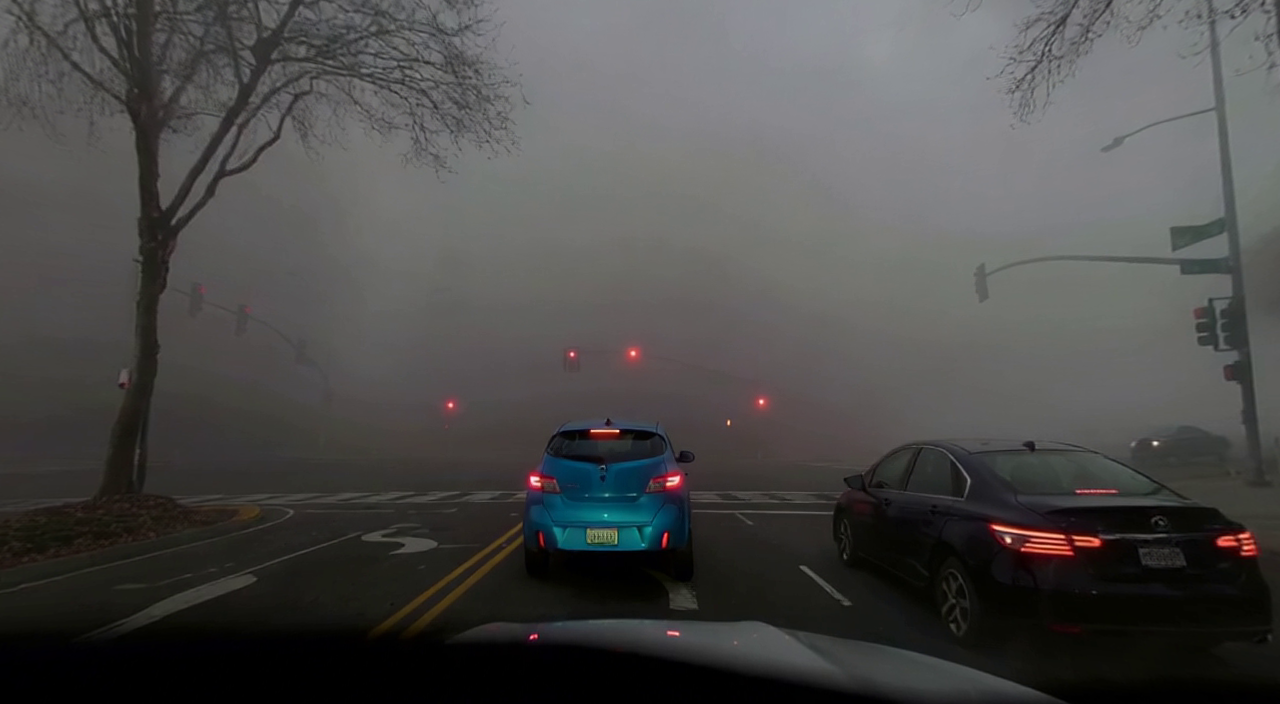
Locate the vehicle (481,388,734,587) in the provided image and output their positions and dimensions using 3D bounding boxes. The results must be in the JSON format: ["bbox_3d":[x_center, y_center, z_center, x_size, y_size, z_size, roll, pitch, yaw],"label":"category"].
[{"bbox_3d":[-0.347,1.526,7.825,2.247,1.760,4.231,0,-9,-2],"label":"vehicle"}]

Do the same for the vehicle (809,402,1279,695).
[{"bbox_3d":[3.170,1.400,5.776,1.932,1.562,4.629,0,-9,-1],"label":"vehicle"}]
